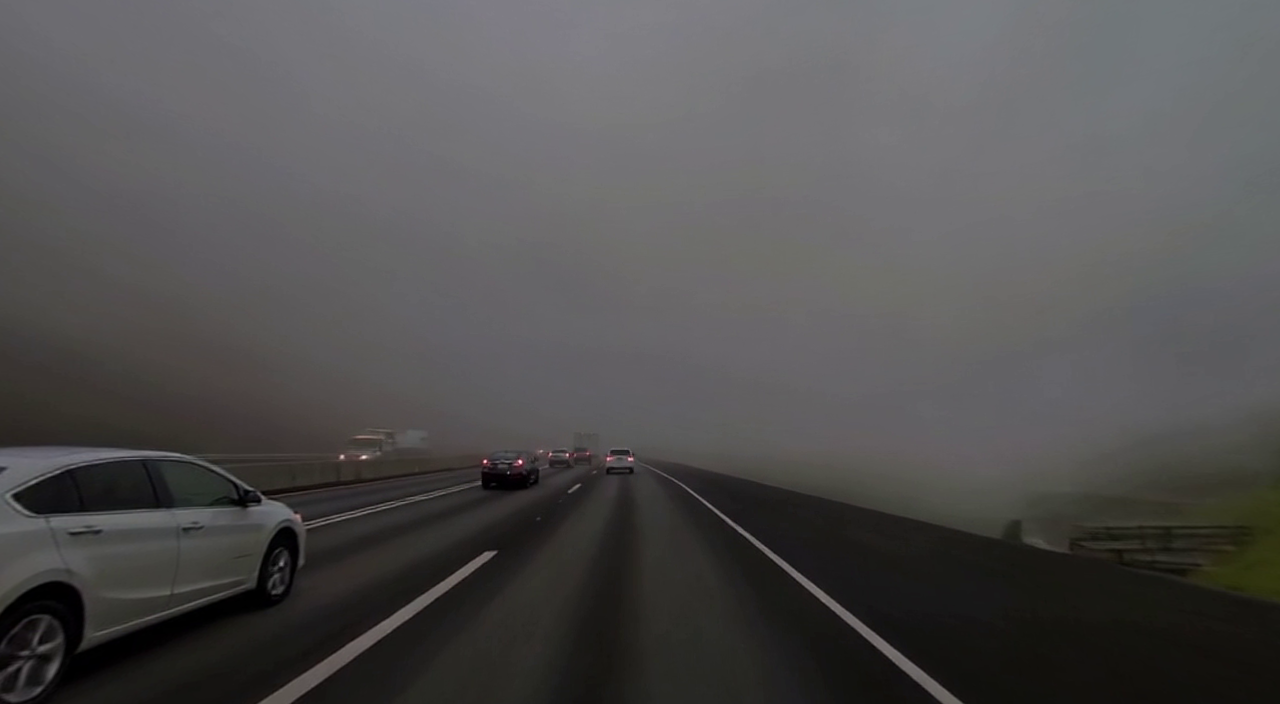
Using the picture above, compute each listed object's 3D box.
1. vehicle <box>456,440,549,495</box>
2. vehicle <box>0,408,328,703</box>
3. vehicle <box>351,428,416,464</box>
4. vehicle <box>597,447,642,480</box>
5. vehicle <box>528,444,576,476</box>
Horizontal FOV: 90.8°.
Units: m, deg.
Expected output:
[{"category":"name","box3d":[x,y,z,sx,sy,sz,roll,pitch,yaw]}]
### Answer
[{"category":"vehicle","box3d":[-4.403,3.784,20.997,2.208,1.619,4.162,0,-9,-1]},{"category":"vehicle","box3d":[-3.853,1.161,3.807,1.892,1.492,3.940,0,-9,0]},{"category":"vehicle","box3d":[-19.943,7.360,49.416,2.503,2.619,6.826,0,-9,-3]},{"category":"vehicle","box3d":[-0.969,5.238,29.854,1.988,1.440,4.201,0,-9,-2]},{"category":"vehicle","box3d":[-4.777,5.913,34.798,2.118,1.624,4.032,0,-9,-1]}]
